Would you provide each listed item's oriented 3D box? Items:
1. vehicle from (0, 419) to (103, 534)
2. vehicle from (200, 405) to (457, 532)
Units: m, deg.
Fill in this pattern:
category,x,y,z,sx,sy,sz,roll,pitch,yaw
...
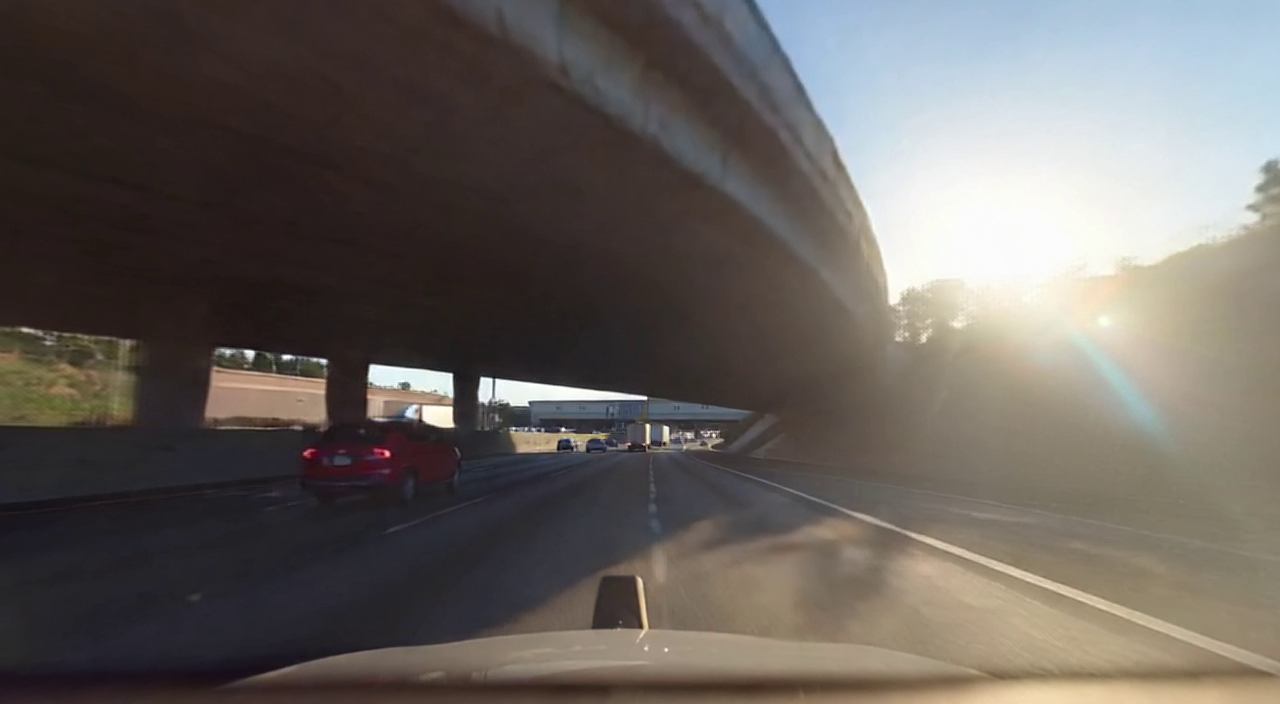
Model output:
category,x,y,z,sx,sy,sz,roll,pitch,yaw
vehicle,-9.289,1.565,7.766,1.845,1.493,3.799,0,-8,2
vehicle,-5.122,1.960,11.316,2.119,1.787,4.655,0,-8,2
